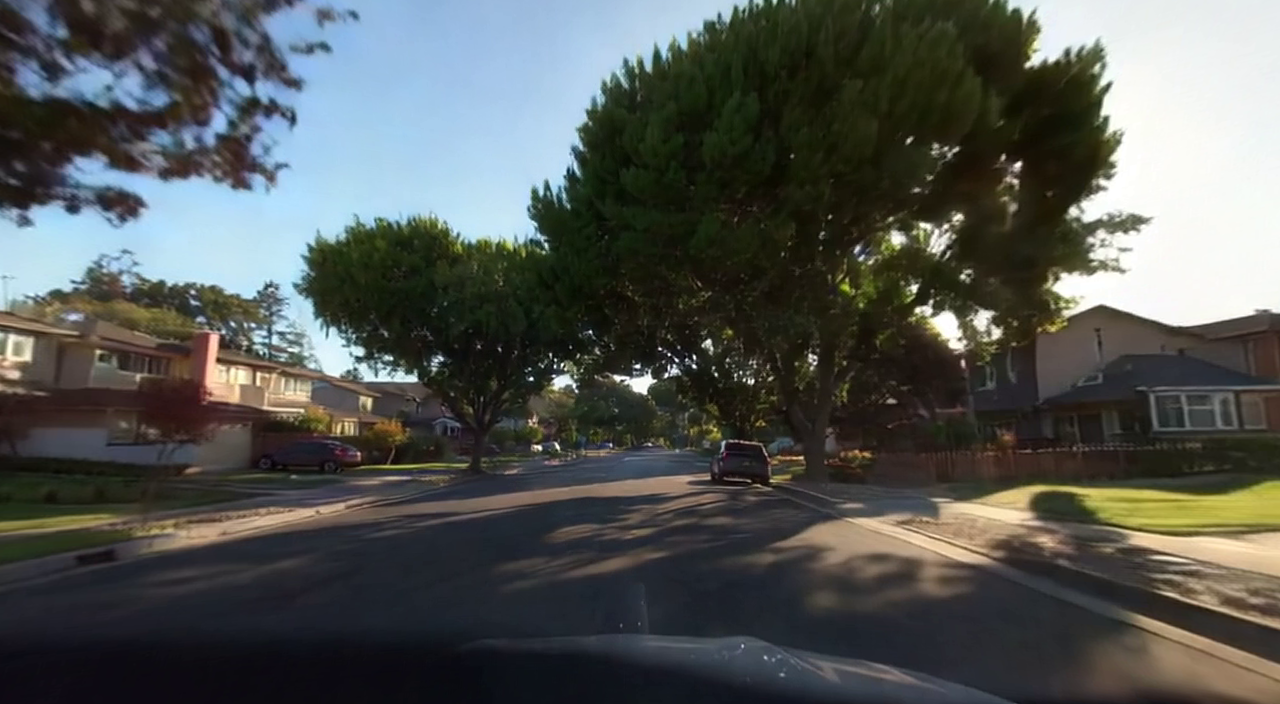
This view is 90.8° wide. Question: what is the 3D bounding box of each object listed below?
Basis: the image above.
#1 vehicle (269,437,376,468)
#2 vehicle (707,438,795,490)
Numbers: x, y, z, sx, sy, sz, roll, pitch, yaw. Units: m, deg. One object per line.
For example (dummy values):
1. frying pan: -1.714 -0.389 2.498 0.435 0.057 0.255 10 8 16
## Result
1. vehicle: -16.918 5.365 33.909 4.607 1.573 2.058 0 -8 -5
2. vehicle: 3.733 3.850 22.137 2.136 1.596 4.790 0 -9 -1
